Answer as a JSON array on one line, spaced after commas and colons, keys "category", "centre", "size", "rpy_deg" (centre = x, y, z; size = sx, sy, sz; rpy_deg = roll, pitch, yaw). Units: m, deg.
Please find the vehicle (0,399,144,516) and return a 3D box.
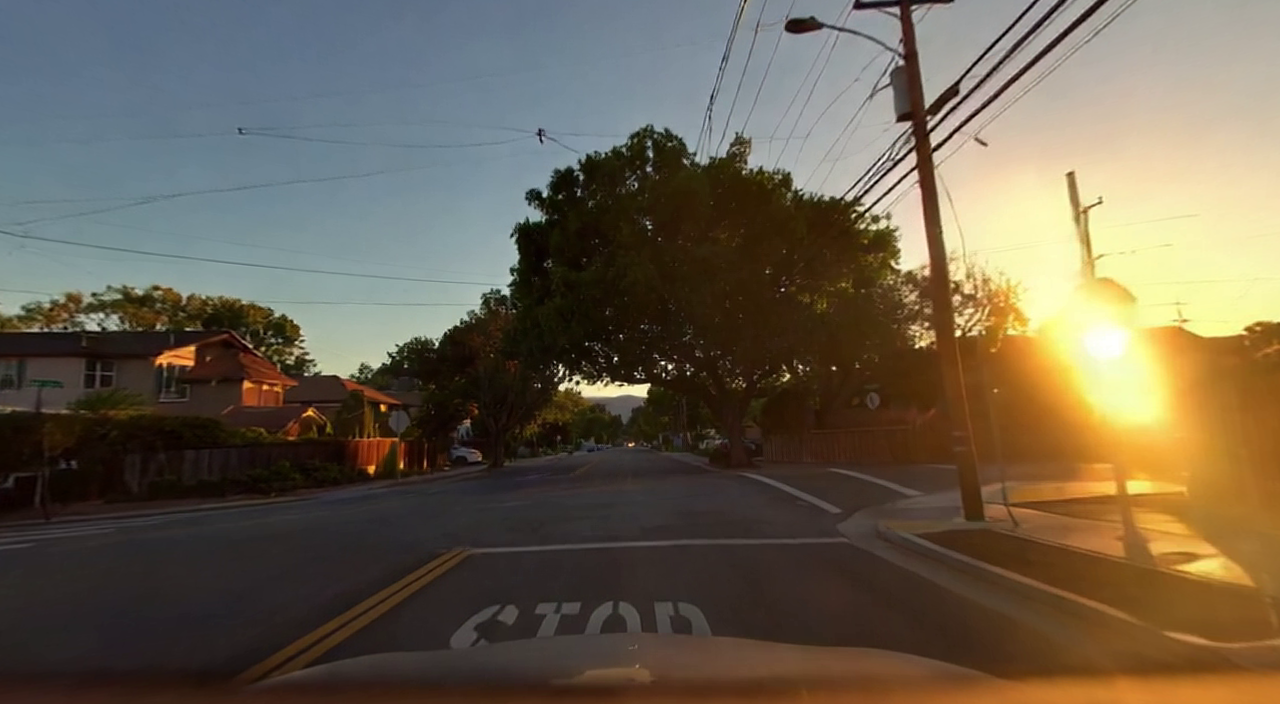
[{"category": "vehicle", "centre": [-19.937, 3.570, 21.053], "size": [2.842, 3.181, 8.576], "rpy_deg": [6, -12, -22]}]
